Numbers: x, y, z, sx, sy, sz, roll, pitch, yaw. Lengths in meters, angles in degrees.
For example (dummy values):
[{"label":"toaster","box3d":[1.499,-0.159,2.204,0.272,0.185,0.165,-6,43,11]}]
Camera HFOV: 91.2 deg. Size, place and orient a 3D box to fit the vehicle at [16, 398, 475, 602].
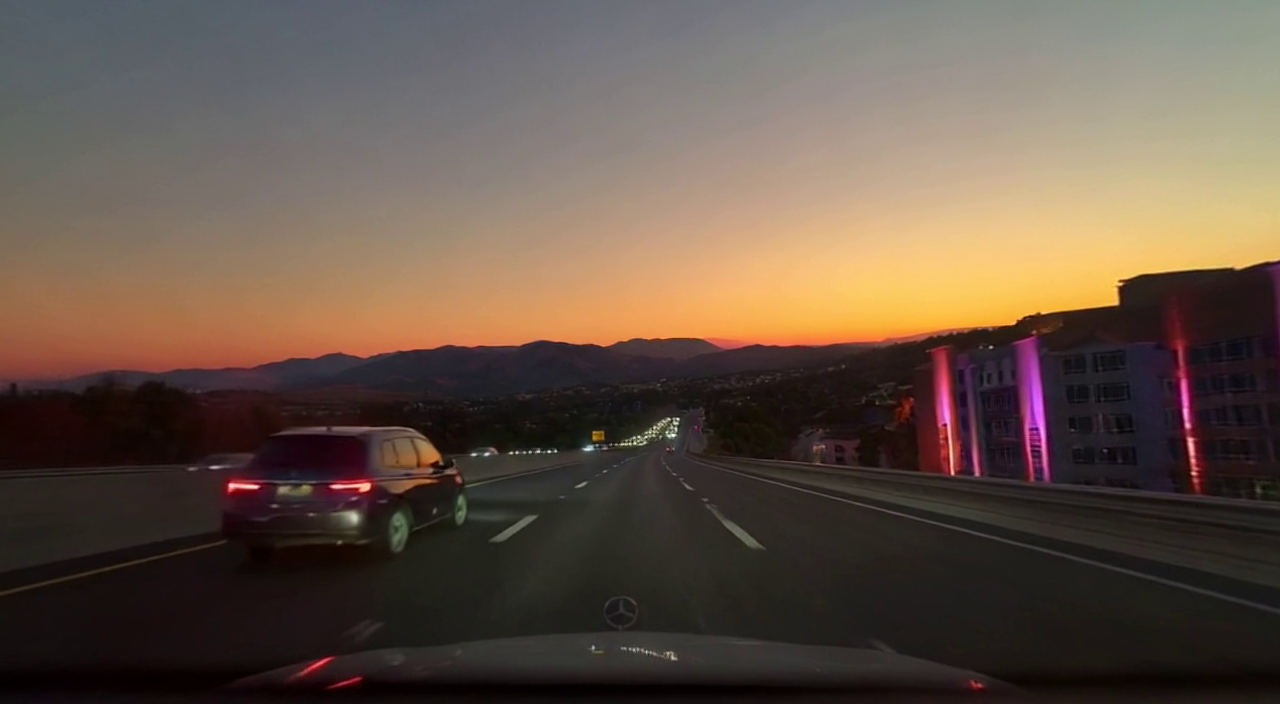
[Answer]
[{"label":"vehicle","box3d":[-3.887,1.589,7.641,2.327,1.647,4.908,0,-9,1]}]
